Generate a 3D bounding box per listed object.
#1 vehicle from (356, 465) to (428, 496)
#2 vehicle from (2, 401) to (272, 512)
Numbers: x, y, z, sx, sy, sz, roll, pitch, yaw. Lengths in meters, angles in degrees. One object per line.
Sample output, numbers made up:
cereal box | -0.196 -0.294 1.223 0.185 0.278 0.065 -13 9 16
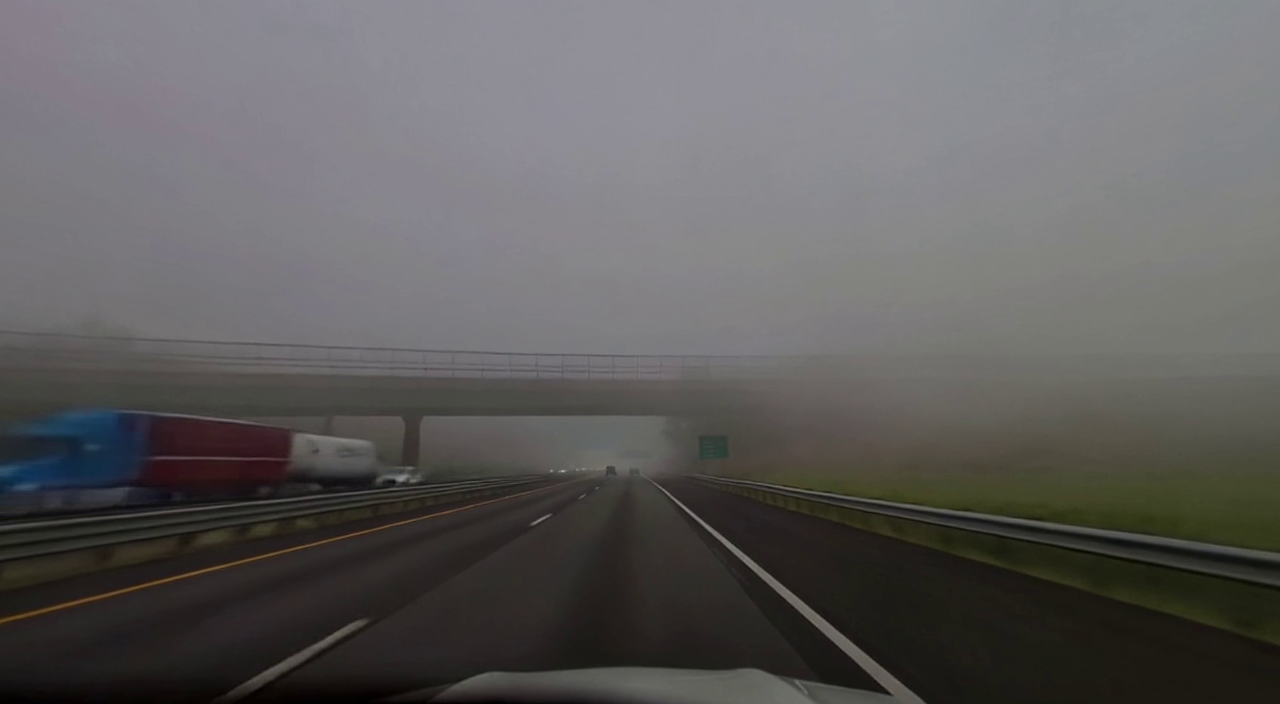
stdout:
vehicle | -12.370 6.419 31.730 1.957 1.404 3.956 1 -10 1
vehicle | -16.685 3.677 21.944 2.913 3.149 7.507 1 -10 1
